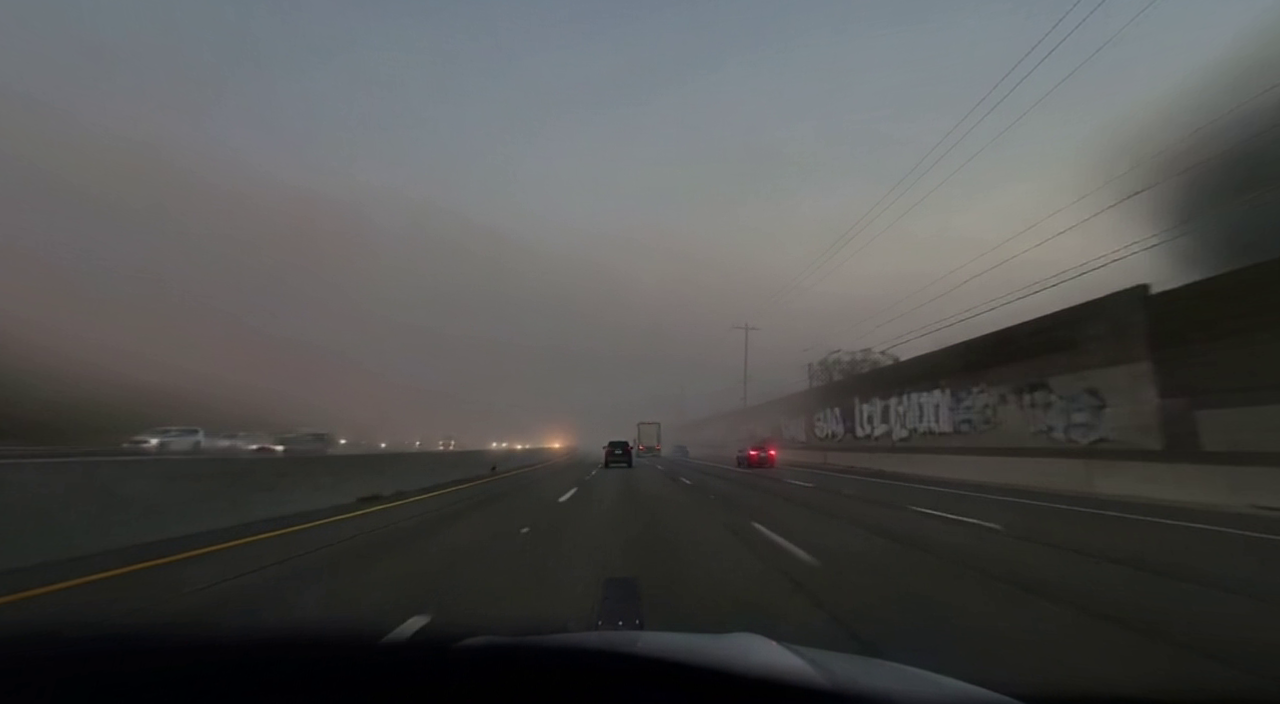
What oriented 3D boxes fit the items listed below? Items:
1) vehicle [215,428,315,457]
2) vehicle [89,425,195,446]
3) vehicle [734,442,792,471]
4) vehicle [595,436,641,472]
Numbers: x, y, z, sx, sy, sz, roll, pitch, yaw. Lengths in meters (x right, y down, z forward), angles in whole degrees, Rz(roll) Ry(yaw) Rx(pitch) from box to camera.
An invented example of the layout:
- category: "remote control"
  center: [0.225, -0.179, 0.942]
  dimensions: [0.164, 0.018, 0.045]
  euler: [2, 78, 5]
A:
- category: "vehicle"
  center: [-17.641, 4.332, 30.029]
  dimensions: [1.950, 1.247, 4.667]
  euler: [0, -9, -1]
- category: "vehicle"
  center: [-30.761, 5.245, 39.236]
  dimensions: [4.754, 1.232, 2.178]
  euler: [4, -10, -26]
- category: "vehicle"
  center: [6.642, 5.684, 34.559]
  dimensions: [2.018, 1.451, 4.762]
  euler: [0, -9, -3]
- category: "vehicle"
  center: [-1.078, 5.140, 31.901]
  dimensions: [2.191, 1.685, 3.353]
  euler: [0, -9, -2]
